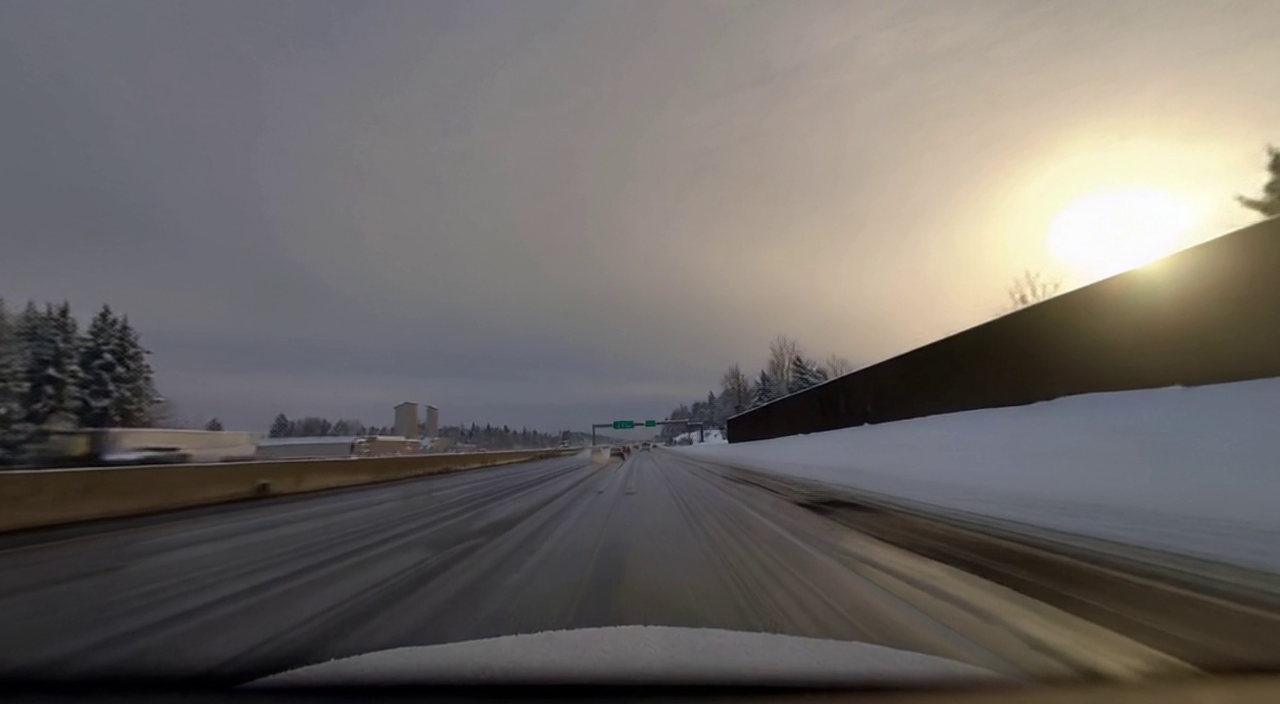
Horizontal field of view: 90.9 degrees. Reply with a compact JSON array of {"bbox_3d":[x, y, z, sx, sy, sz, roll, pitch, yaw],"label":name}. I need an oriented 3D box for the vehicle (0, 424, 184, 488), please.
[{"bbox_3d":[-35.985,6.816,42.030,2.927,3.688,10.875,0,-8,1],"label":"vehicle"}]

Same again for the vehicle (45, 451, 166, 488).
[{"bbox_3d":[-28.247,6.171,33.606,1.998,1.732,4.972,0,-8,1],"label":"vehicle"}]
